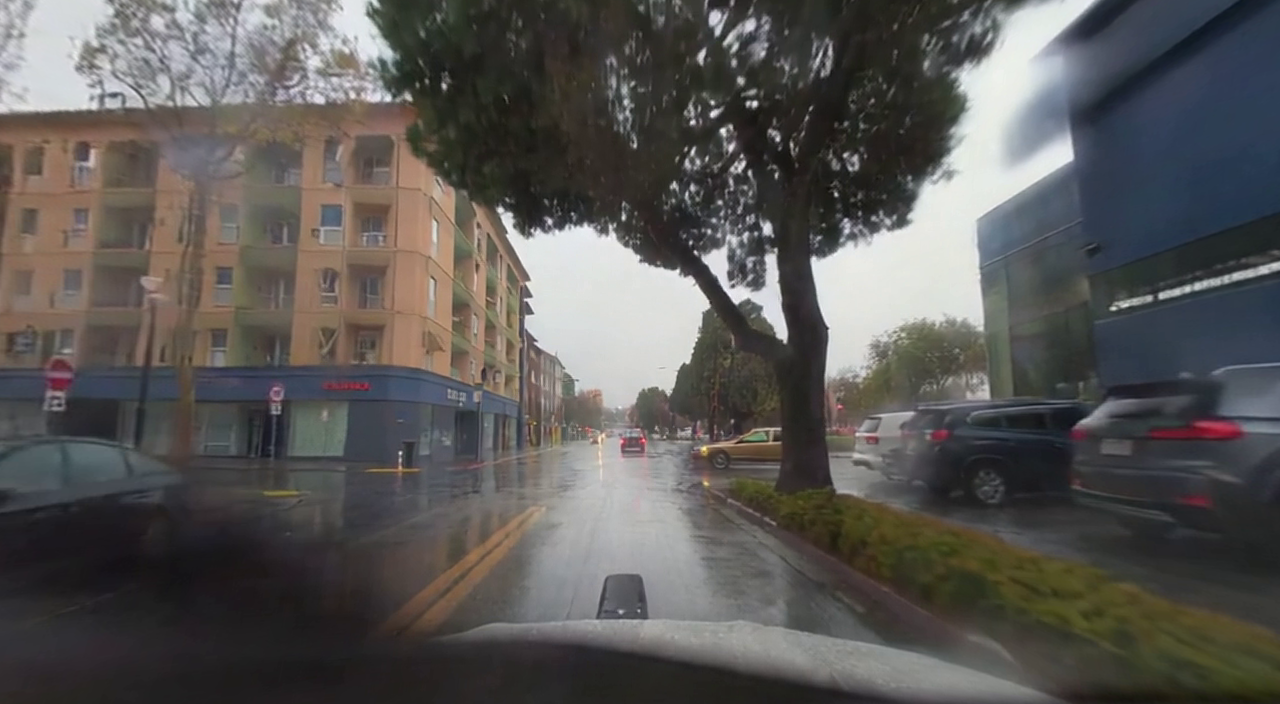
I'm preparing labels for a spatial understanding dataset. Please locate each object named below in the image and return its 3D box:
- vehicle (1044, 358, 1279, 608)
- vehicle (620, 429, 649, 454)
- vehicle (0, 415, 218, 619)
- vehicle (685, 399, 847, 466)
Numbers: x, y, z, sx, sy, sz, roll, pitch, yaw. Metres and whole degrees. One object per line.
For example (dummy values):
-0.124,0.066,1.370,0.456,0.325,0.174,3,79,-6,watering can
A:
6.103,0.791,5.051,4.261,1.578,2.010,-4,-7,-2,vehicle
-0.474,7.077,49.732,2.152,1.874,4.209,0,-8,-1,vehicle
-5.953,1.362,5.436,1.856,1.587,4.042,0,-8,-2,vehicle
5.161,3.377,26.346,6.221,2.498,2.239,-5,-9,33,vehicle
